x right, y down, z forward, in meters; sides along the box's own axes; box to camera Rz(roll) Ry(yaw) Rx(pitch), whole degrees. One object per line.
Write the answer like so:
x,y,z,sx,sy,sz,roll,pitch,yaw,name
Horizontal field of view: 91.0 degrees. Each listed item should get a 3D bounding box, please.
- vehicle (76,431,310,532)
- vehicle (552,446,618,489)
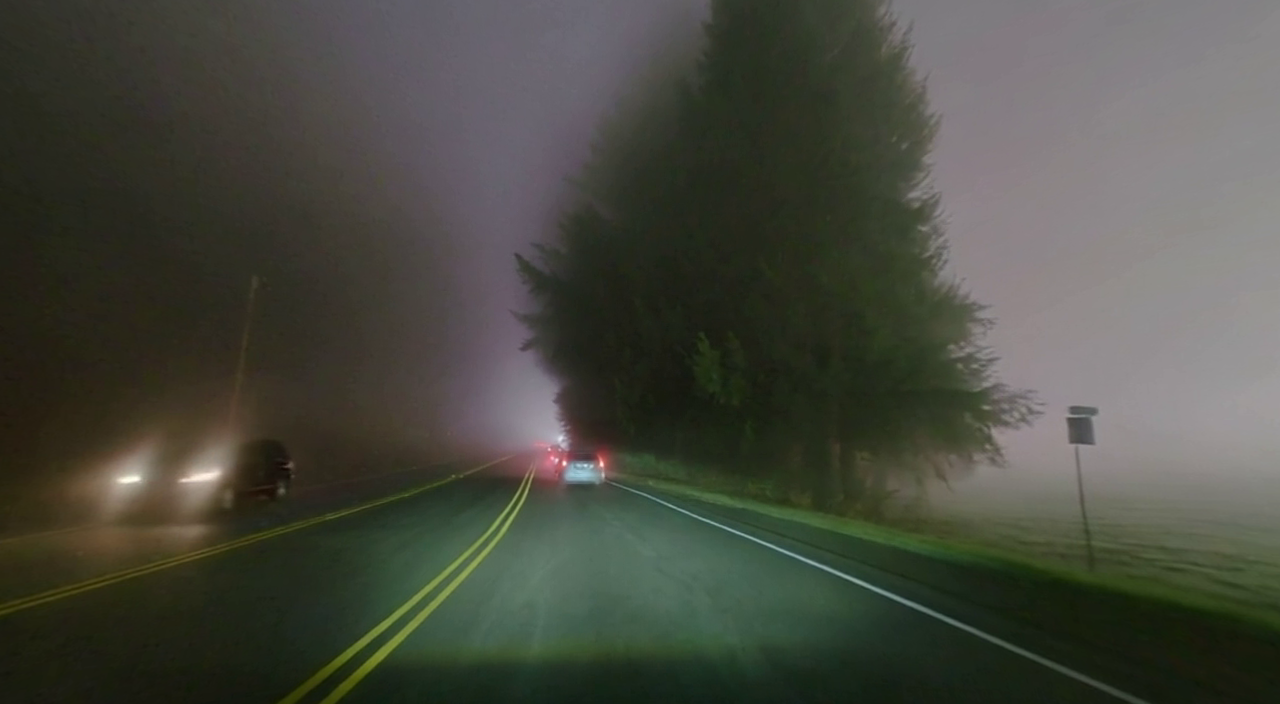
-8.357,2.410,12.310,1.894,1.621,3.900,1,-8,-5,vehicle
-2.206,4.373,24.244,2.296,1.510,4.068,1,-9,-8,vehicle
